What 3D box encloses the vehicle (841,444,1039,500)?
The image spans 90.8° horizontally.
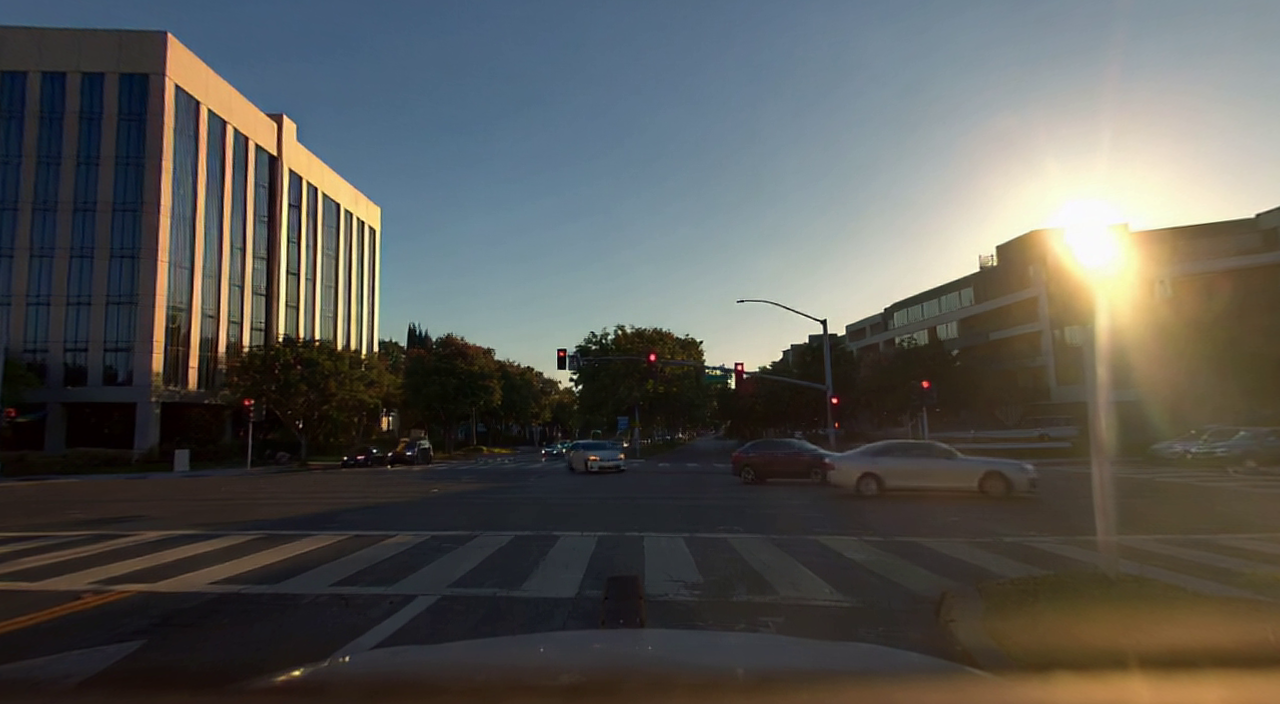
[{"bbox_3d":[7.412,3.016,16.051,4.093,1.288,1.910,-2,-9,8],"label":"vehicle"}]

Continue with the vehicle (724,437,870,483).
[{"bbox_3d":[5.587,3.831,22.627,4.637,1.461,2.109,-5,-10,30],"label":"vehicle"}]

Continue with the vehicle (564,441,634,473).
[{"bbox_3d":[-2.176,5.287,32.084,2.115,1.445,4.864,3,-9,-22],"label":"vehicle"}]

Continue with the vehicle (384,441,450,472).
[{"bbox_3d":[-15.126,7.122,43.228,2.340,1.946,5.450,-1,-9,2],"label":"vehicle"}]

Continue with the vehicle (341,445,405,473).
[{"bbox_3d":[-18.540,7.412,44.100,2.237,1.842,5.116,0,-9,0],"label":"vehicle"}]

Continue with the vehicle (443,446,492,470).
[{"bbox_3d":[-11.630,7.142,42.814,2.003,1.476,4.297,-1,-9,2],"label":"vehicle"}]

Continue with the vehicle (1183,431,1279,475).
[{"bbox_3d":[22.329,3.559,22.357,4.474,1.477,1.908,0,-9,-2],"label":"vehicle"}]
